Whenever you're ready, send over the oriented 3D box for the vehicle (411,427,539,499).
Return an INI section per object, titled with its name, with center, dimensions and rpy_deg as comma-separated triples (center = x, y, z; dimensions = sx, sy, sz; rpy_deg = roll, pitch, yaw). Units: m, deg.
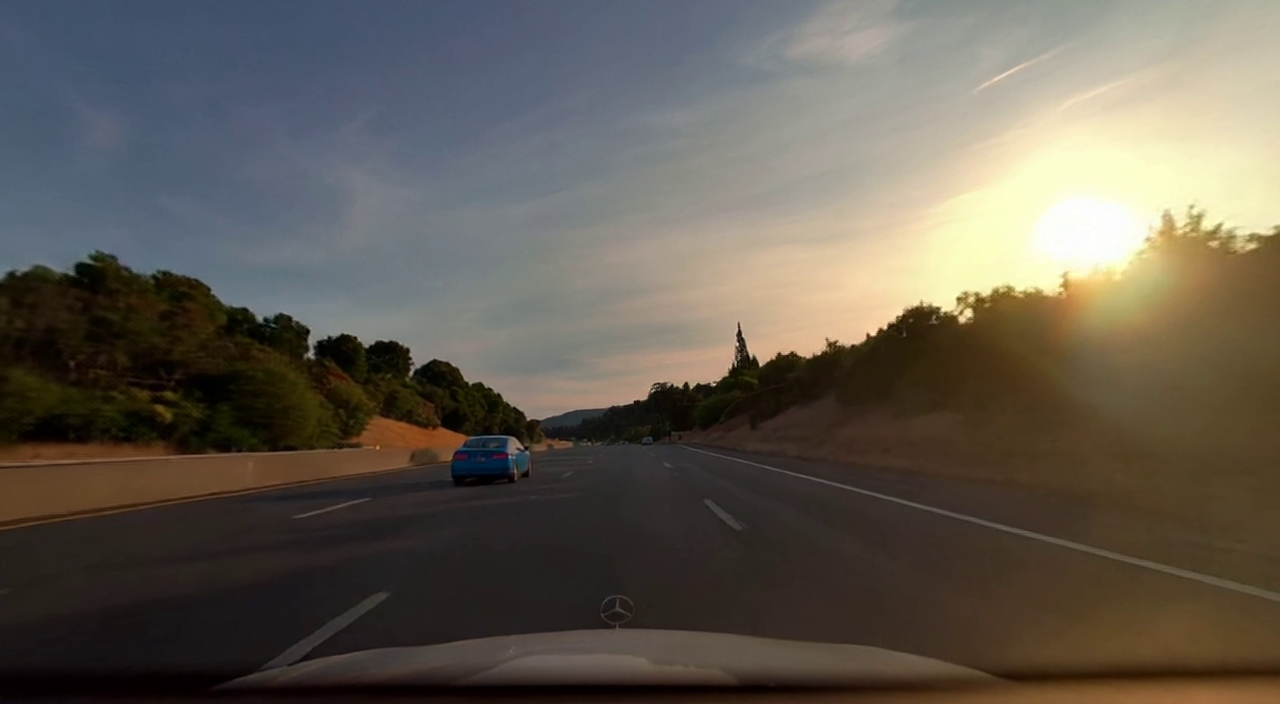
[vehicle]
center = -3.874, 2.666, 15.660
dimensions = 2.026, 1.517, 4.325
rpy_deg = 0, -8, 0
